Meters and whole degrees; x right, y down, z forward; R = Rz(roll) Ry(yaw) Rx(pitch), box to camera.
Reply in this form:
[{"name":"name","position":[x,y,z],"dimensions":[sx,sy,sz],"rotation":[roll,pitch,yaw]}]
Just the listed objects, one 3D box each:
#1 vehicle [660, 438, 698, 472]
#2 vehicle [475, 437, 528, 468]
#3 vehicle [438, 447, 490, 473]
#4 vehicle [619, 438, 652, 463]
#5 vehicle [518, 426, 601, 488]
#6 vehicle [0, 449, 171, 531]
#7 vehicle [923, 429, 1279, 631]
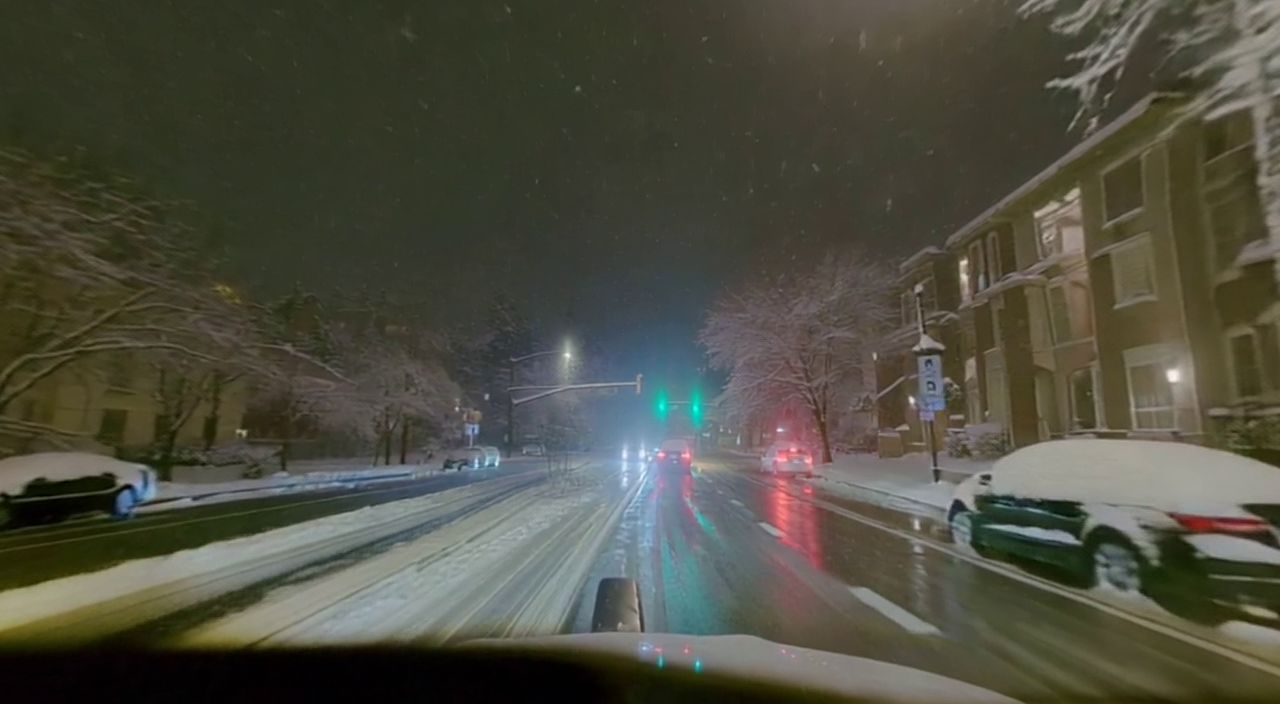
[{"name":"vehicle","position":[2.070,5.447,33.736],"dimensions":[1.852,1.680,4.488],"rotation":[0,-8,3]},{"name":"vehicle","position":[-9.965,7.259,45.906],"dimensions":[2.272,2.103,5.589],"rotation":[0,-8,3]},{"name":"vehicle","position":[-10.644,6.534,38.378],"dimensions":[1.876,1.492,3.790],"rotation":[-1,-9,3]},{"name":"vehicle","position":[-0.275,7.305,46.885],"dimensions":[2.018,1.746,4.560],"rotation":[-1,-8,5]},{"name":"vehicle","position":[-2.541,3.455,21.055],"dimensions":[1.877,1.827,4.298],"rotation":[-1,-8,5]},{"name":"vehicle","position":[-12.566,2.769,13.076],"dimensions":[1.782,1.472,4.744],"rotation":[-1,-8,5]},{"name":"vehicle","position":[5.412,1.698,7.239],"dimensions":[2.104,1.489,4.962],"rotation":[0,-8,1]}]
